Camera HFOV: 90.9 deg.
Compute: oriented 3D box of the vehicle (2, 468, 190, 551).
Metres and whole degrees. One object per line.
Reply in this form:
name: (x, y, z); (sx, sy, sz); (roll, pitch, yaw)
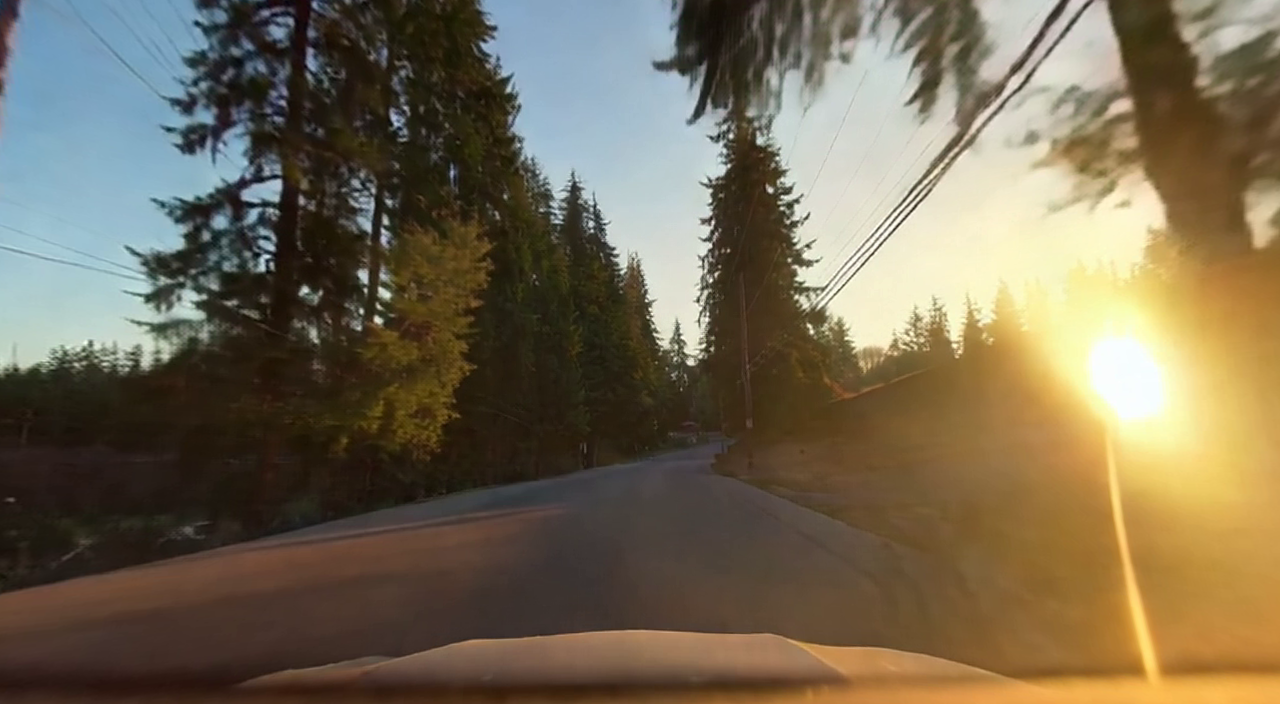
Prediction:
vehicle: (-13.866, 3.965, 16.491); (2.058, 1.654, 4.273); (2, -9, -17)
